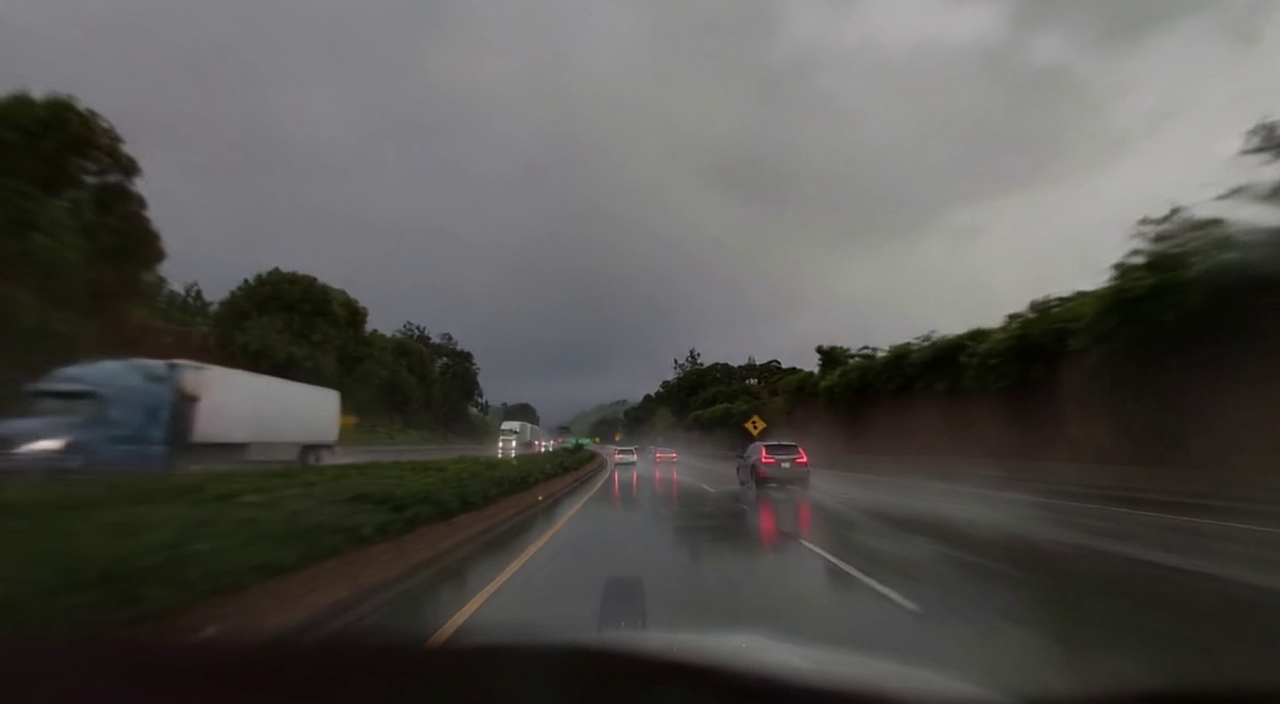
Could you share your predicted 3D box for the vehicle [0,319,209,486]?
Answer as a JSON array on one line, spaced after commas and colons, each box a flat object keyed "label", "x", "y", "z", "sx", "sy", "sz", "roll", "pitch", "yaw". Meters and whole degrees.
[{"label": "vehicle", "x": -16.394, "y": 1.679, "z": 18.304, "sx": 2.950, "sy": 4.003, "sz": 6.622, "roll": 0, "pitch": -9, "yaw": -1}]

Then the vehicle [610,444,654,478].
[{"label": "vehicle", "x": -0.444, "y": 5.358, "z": 31.145, "sx": 2.050, "sy": 1.534, "sz": 3.771, "roll": 0, "pitch": -9, "yaw": -2}]

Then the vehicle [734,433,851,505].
[{"label": "vehicle", "x": 3.791, "y": 2.985, "z": 16.445, "sx": 2.013, "sy": 1.623, "sz": 3.916, "roll": 0, "pitch": -9, "yaw": -1}]
